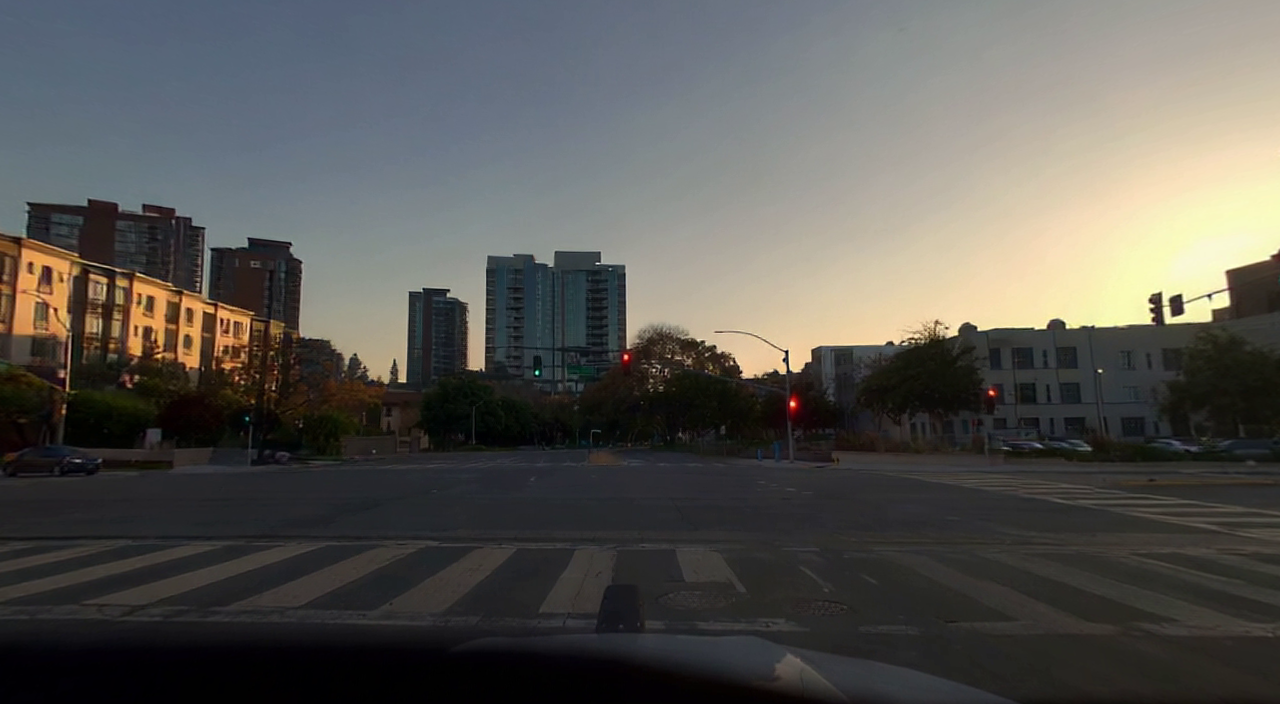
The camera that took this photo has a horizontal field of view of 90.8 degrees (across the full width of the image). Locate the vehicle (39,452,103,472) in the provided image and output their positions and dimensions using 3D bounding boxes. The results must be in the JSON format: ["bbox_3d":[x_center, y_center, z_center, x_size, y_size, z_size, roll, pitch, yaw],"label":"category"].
[{"bbox_3d":[-41.574,8.021,46.253,1.552,1.339,3.340,-2,-9,0],"label":"vehicle"}]

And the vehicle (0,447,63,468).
[{"bbox_3d":[-45.239,7.768,46.610,1.858,1.467,3.624,0,-8,0],"label":"vehicle"}]

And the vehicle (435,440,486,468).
[{"bbox_3d":[-11.941,6.799,42.323,2.080,1.763,4.341,0,-8,0],"label":"vehicle"}]

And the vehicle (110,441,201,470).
[{"bbox_3d":[-34.880,7.421,45.743,2.204,1.955,5.518,0,-8,0],"label":"vehicle"}]

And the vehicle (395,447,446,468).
[{"bbox_3d":[-15.494,7.446,44.805,2.056,1.450,4.343,0,-8,1],"label":"vehicle"}]
